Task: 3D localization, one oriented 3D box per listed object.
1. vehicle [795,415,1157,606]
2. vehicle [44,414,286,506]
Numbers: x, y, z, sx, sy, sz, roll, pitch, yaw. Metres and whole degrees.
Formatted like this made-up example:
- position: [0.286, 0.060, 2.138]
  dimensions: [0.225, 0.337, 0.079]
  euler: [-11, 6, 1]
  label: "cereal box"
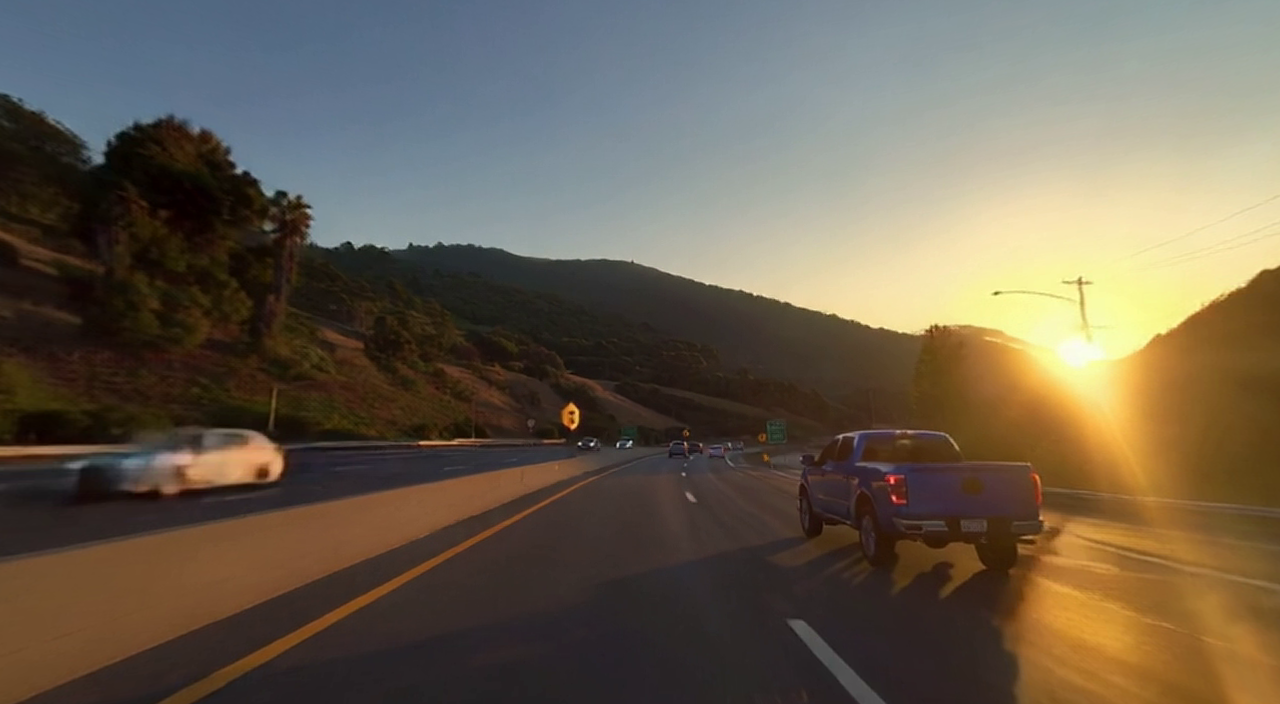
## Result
- position: [3.679, 1.812, 8.241]
  dimensions: [2.151, 1.744, 4.709]
  euler: [0, -9, 1]
  label: "vehicle"
- position: [-10.274, 2.383, 14.234]
  dimensions: [2.011, 1.723, 4.375]
  euler: [0, -9, 0]
  label: "vehicle"
